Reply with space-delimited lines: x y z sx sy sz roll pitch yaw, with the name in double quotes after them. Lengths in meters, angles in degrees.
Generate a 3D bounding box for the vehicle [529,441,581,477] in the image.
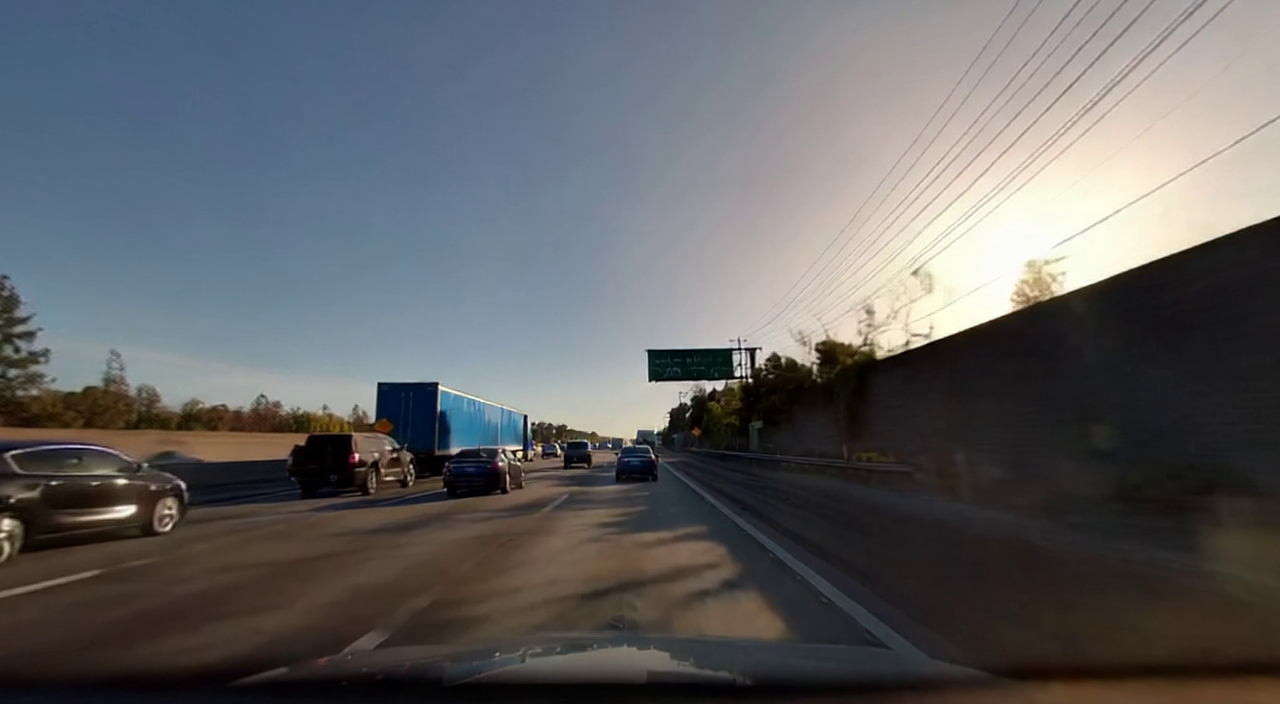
-3.848 4.890 29.125 1.870 1.485 4.304 0 -8 -1 "vehicle"

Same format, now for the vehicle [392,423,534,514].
-3.742 2.554 14.275 1.923 1.716 4.289 0 -8 1 "vehicle"

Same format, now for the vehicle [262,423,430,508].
-6.926 2.721 15.527 2.027 1.762 4.386 0 -9 0 "vehicle"

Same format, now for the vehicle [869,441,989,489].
10.077 3.953 22.525 1.974 1.495 4.734 0 -9 -1 "vehicle"

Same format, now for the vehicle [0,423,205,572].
-7.647 1.578 7.053 2.165 1.511 4.810 0 -8 0 "vehicle"

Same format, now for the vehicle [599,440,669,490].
-0.196 3.677 20.929 2.089 1.477 3.818 0 -8 0 "vehicle"

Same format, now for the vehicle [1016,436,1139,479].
17.766 4.297 25.982 1.936 1.591 4.362 0 -9 0 "vehicle"
